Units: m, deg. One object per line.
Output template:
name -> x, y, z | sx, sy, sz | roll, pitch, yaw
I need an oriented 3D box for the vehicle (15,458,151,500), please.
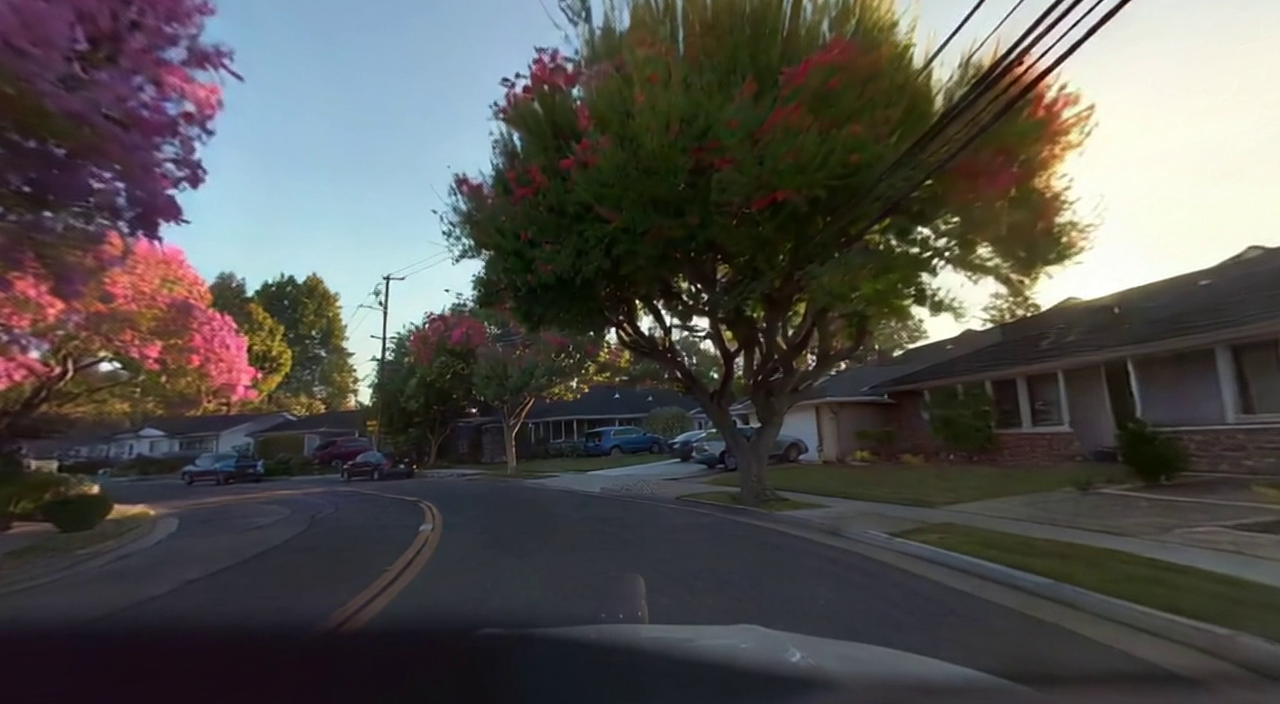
vehicle -> -21.985, 5.006, 24.973 | 4.348, 1.440, 2.040 | -5, -9, 19

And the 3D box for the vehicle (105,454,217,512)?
vehicle -> -16.039, 4.288, 21.105 | 3.897, 1.493, 1.942 | -5, -7, 37

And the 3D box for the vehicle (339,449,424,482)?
vehicle -> -12.754, 5.540, 31.096 | 4.019, 1.484, 1.978 | -6, -11, 36

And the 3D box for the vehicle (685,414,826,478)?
vehicle -> 4.095, 3.279, 22.367 | 4.459, 1.738, 1.930 | -2, -7, -25

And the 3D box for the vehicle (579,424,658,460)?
vehicle -> -1.107, 5.008, 35.085 | 2.043, 1.819, 4.476 | -6, -11, 36

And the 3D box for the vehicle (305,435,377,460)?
vehicle -> -22.719, 7.275, 48.011 | 4.707, 1.800, 1.962 | 5, -10, -29

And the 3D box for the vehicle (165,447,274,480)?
vehicle -> -23.845, 6.318, 35.884 | 5.026, 1.774, 2.016 | -2, -9, 11
